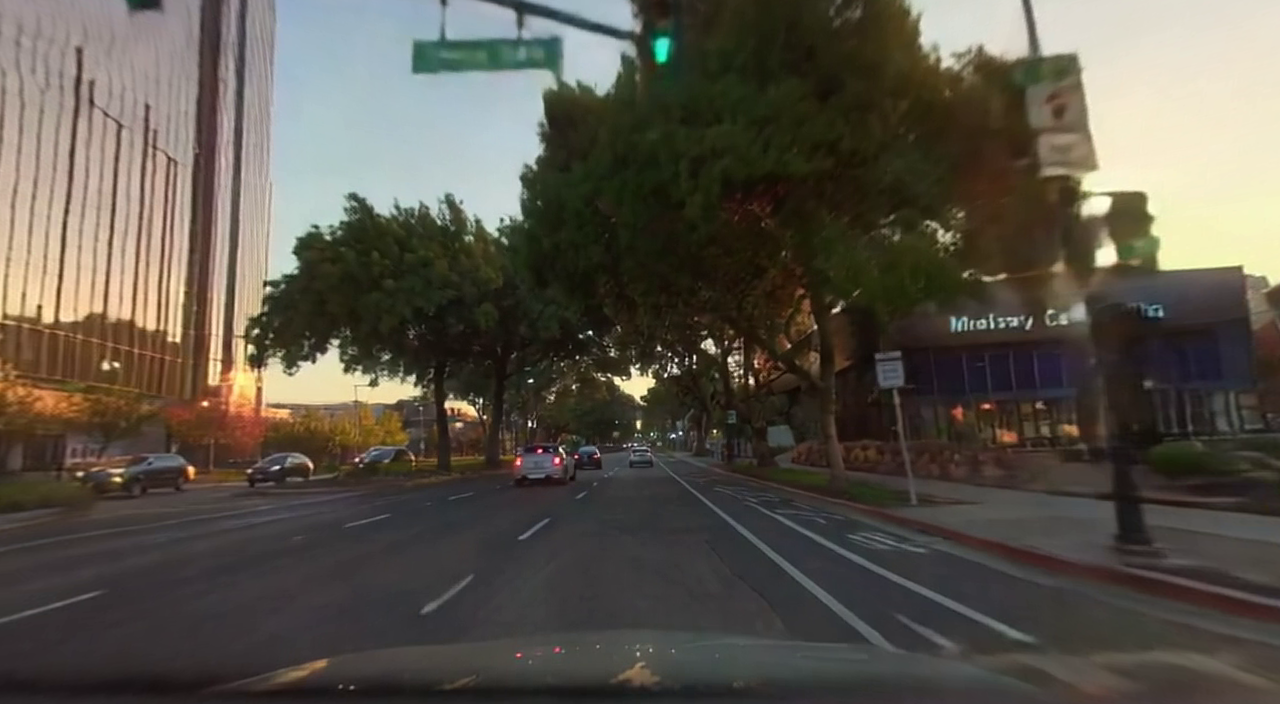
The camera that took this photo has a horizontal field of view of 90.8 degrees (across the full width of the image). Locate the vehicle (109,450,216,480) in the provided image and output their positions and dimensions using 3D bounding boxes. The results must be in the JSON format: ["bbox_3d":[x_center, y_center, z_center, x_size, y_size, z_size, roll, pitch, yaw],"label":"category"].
[{"bbox_3d":[-33.140,7.830,44.074,5.549,1.937,2.207,4,-10,-29],"label":"vehicle"}]

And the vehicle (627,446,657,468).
[{"bbox_3d":[0.134,7.546,45.700,2.102,1.482,4.125,0,-8,-1],"label":"vehicle"}]

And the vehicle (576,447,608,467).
[{"bbox_3d":[-3.620,8.078,48.755,2.088,1.430,4.482,0,-8,1],"label":"vehicle"}]

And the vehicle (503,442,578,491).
[{"bbox_3d":[-3.372,3.946,22.139,1.983,1.545,3.773,0,-8,1],"label":"vehicle"}]

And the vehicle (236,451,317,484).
[{"bbox_3d":[-20.435,6.476,35.746,1.900,1.638,4.567,0,-8,-1],"label":"vehicle"}]
